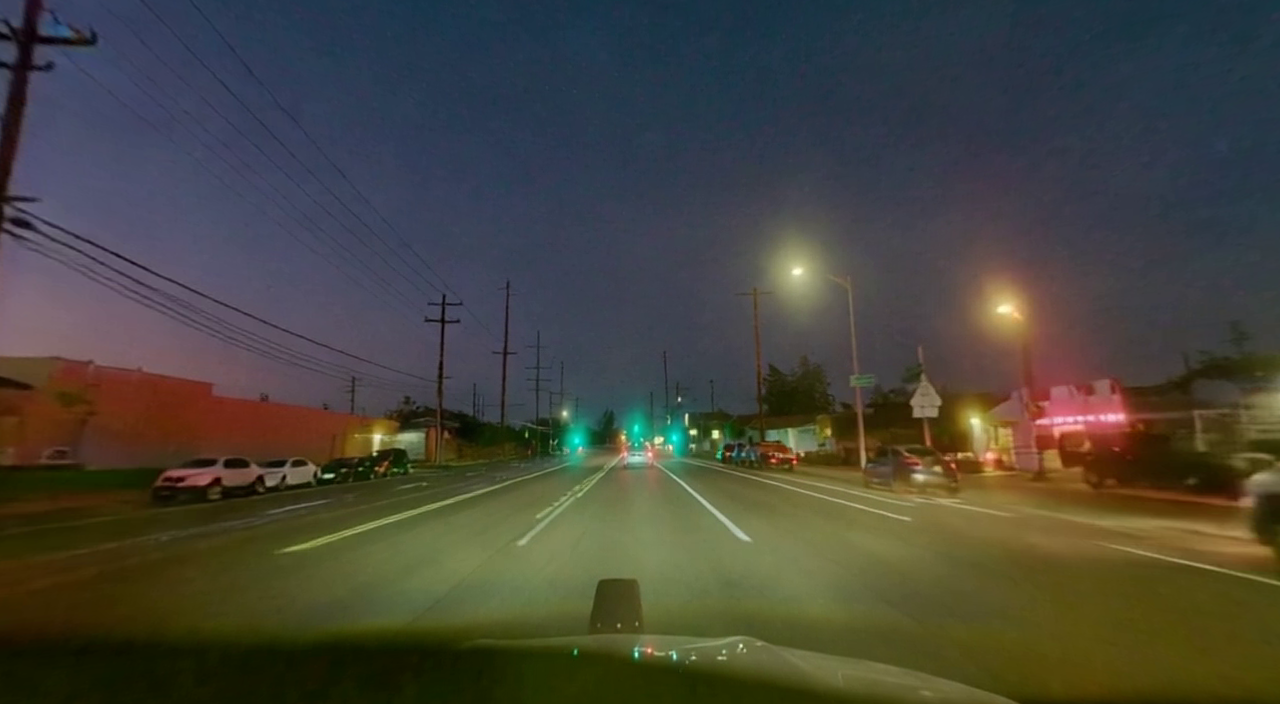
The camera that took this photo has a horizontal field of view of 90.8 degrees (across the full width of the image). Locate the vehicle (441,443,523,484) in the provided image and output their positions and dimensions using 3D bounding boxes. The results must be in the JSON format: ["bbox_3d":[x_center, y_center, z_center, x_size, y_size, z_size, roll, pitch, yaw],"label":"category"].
[{"bbox_3d":[-6.184,4.403,25.291,1.992,1.476,4.682,0,-8,1],"label":"vehicle"}]

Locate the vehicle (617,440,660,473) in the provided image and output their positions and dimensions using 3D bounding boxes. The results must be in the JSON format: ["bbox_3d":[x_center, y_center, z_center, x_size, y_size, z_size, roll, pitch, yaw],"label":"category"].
[{"bbox_3d":[-0.077,5.333,32.575,2.067,1.547,4.513,0,-8,0],"label":"vehicle"}]

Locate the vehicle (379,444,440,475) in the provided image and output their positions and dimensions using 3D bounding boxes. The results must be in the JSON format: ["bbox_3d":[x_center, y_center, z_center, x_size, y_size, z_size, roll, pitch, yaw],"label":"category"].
[{"bbox_3d":[-14.323,6.665,39.627,2.041,1.789,5.070,0,-8,-2],"label":"vehicle"}]

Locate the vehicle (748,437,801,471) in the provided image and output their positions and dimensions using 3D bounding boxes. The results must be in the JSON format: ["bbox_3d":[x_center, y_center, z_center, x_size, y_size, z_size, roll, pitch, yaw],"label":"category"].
[{"bbox_3d":[7.829,5.991,37.279,2.026,1.851,4.360,0,-8,-2],"label":"vehicle"}]

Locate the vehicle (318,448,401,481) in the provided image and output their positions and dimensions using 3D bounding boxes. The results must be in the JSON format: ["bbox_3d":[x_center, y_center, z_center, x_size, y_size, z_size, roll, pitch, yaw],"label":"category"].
[{"bbox_3d":[-14.428,5.807,32.879,1.953,1.543,4.984,0,-8,1],"label":"vehicle"}]

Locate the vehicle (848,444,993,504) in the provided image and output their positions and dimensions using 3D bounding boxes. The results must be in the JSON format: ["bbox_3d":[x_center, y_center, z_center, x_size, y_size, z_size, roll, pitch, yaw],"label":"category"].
[{"bbox_3d":[7.813,3.403,18.218,1.936,1.479,4.736,0,-8,-1],"label":"vehicle"}]

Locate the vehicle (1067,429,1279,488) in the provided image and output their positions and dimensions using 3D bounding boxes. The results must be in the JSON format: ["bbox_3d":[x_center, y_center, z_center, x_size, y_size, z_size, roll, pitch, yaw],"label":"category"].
[{"bbox_3d":[15.147,2.953,17.725,4.889,1.526,1.979,0,-8,-2],"label":"vehicle"}]

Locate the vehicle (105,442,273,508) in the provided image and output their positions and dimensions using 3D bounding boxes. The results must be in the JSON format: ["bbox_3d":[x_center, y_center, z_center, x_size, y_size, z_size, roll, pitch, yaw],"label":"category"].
[{"bbox_3d":[-14.267,3.846,20.437,1.981,1.761,4.652,-2,-7,1],"label":"vehicle"}]

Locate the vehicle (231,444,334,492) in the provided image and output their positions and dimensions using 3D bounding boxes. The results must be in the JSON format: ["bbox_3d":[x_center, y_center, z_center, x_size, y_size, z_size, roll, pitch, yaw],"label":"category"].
[{"bbox_3d":[-14.385,4.642,25.694,1.855,1.765,4.115,0,-8,-2],"label":"vehicle"}]
